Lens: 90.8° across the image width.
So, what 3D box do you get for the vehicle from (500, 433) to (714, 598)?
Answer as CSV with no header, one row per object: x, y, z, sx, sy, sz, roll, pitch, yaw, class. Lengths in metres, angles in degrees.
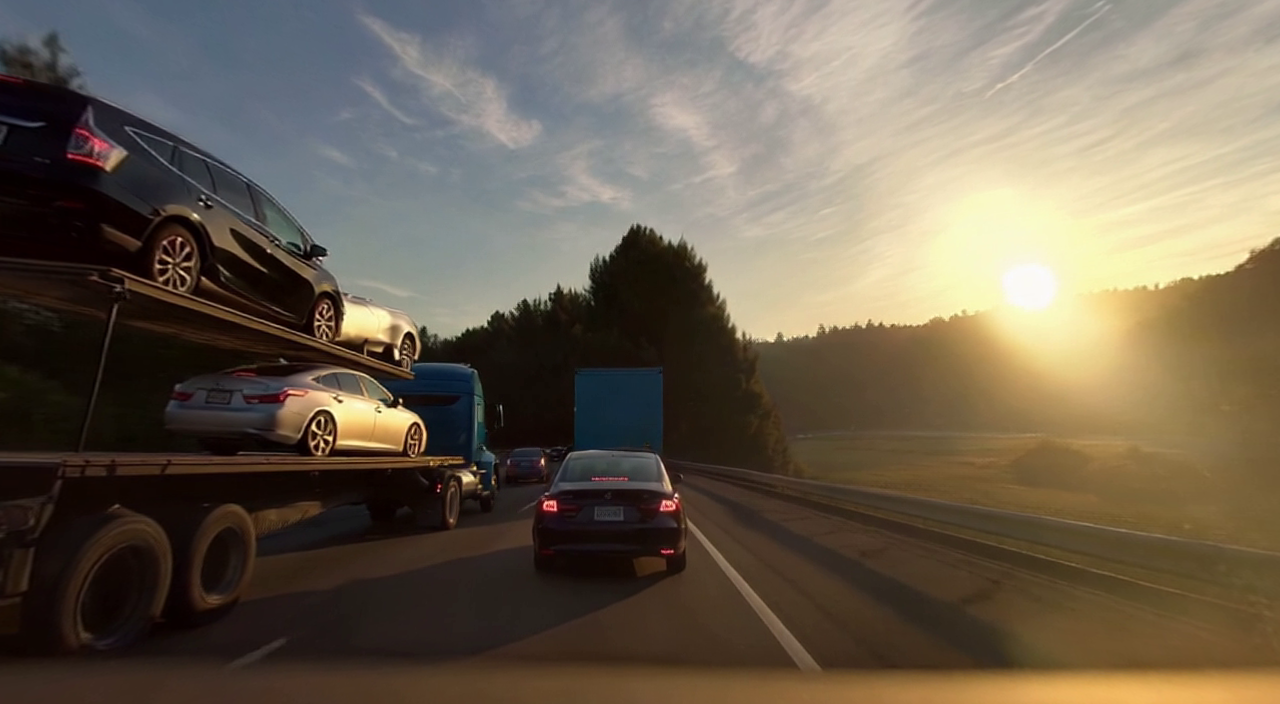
-0.328,1.793,7.657,1.991,1.507,3.391,0,-9,-1,vehicle

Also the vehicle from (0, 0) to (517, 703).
-4.631,0.748,9.307,2.836,4.059,14.286,0,-9,0,vehicle
